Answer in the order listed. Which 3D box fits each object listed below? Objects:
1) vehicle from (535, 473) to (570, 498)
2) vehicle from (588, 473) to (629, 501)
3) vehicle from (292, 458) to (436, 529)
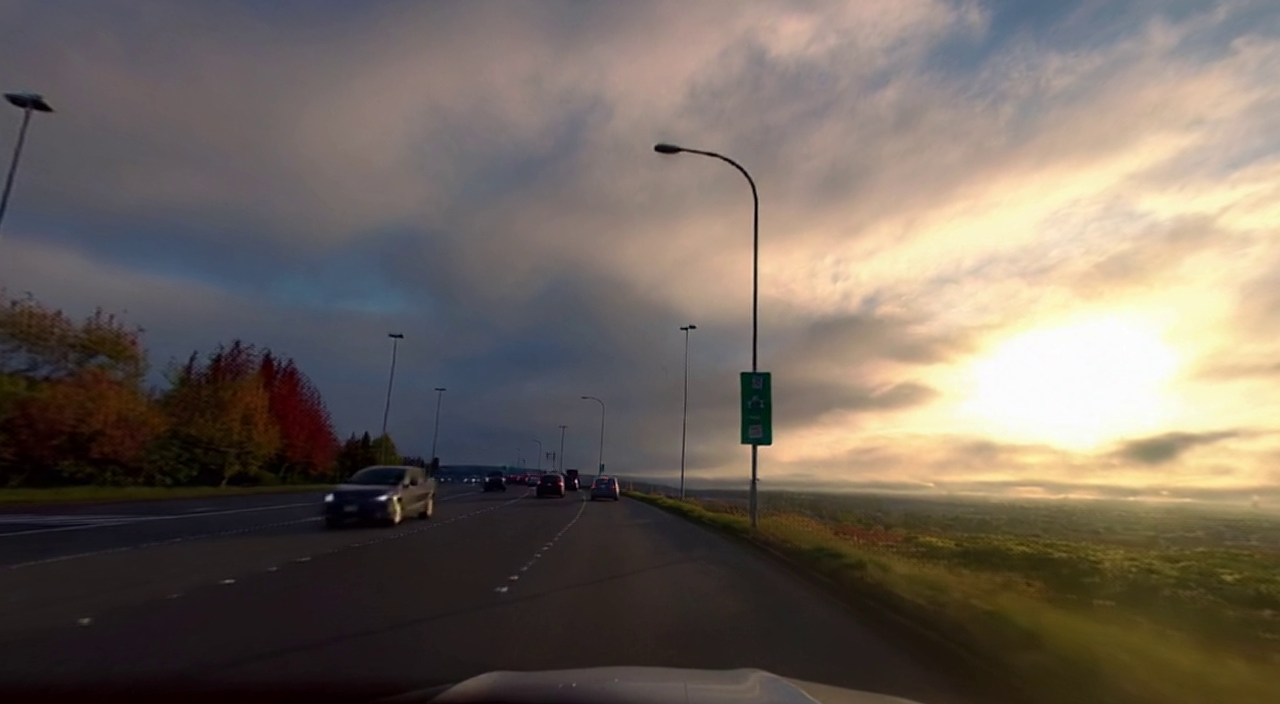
[{"bbox_3d":[-5.593,8.601,40.831,2.030,1.441,4.806,2,-11,-6],"label":"vehicle"},{"bbox_3d":[-1.936,7.949,37.260,2.129,1.471,4.258,2,-11,-6],"label":"vehicle"},{"bbox_3d":[-7.023,3.644,16.630,2.016,1.573,4.259,2,-11,-3],"label":"vehicle"}]
